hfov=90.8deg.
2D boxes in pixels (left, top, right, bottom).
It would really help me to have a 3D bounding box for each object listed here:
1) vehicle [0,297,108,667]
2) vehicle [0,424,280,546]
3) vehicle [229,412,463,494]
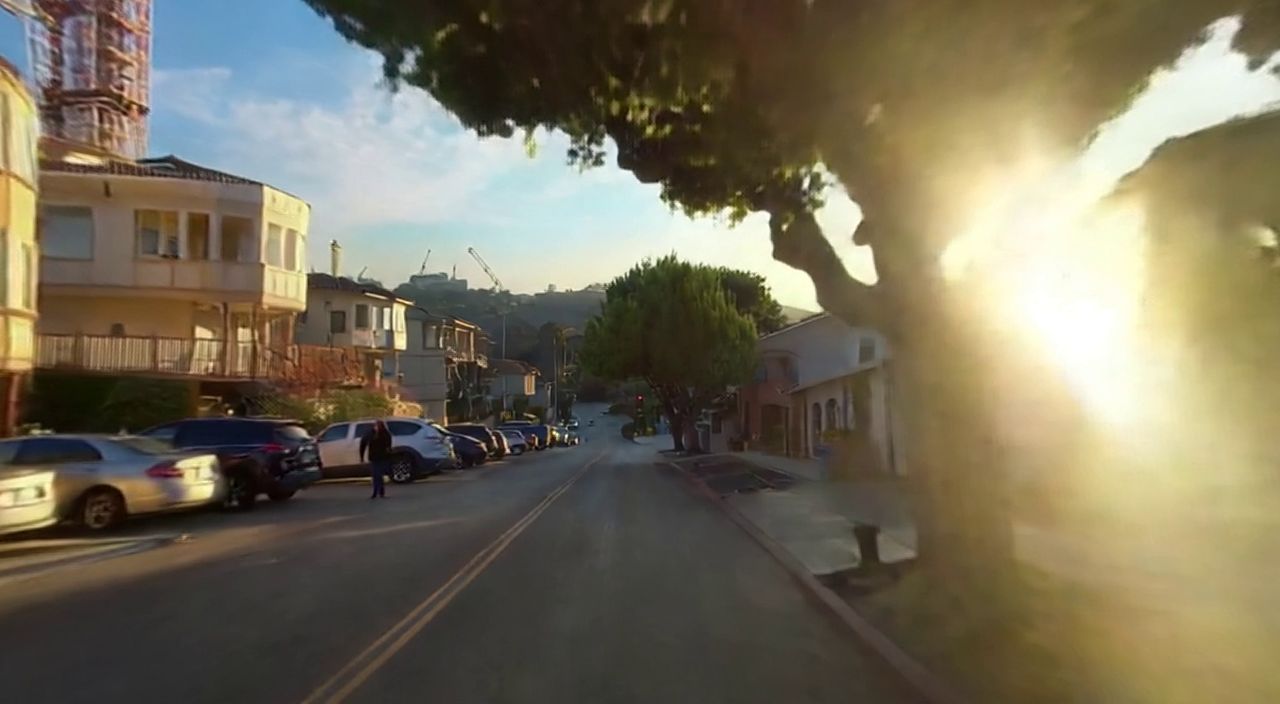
[{"bbox_3d":[-7.045,0.788,3.599,5.592,2.439,2.515,0,-8,-1],"label":"vehicle"},{"bbox_3d":[-7.703,1.850,9.084,3.908,1.544,1.789,0,-8,-1],"label":"vehicle"},{"bbox_3d":[-7.503,2.631,16.571,4.981,1.975,2.296,-1,-8,3],"label":"vehicle"}]
